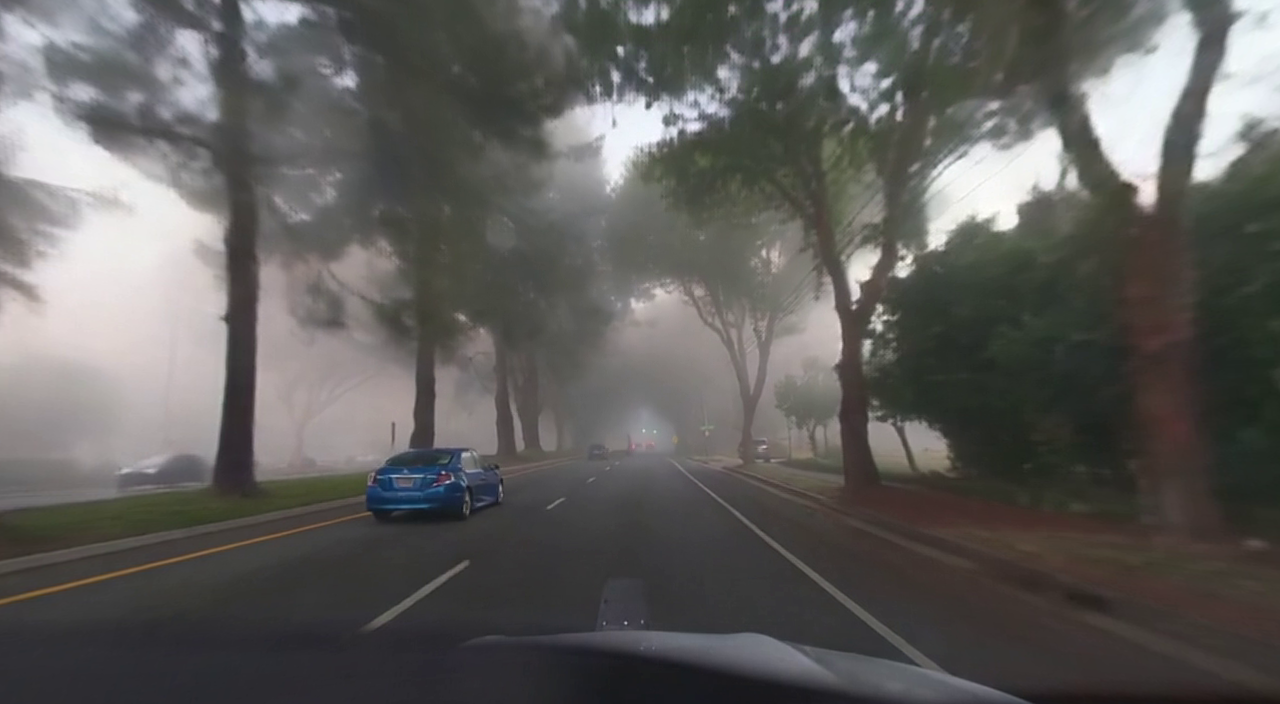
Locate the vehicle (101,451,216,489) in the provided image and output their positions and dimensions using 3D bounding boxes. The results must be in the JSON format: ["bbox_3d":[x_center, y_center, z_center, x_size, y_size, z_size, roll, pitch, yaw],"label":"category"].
[{"bbox_3d":[-22.366,5.465,29.493,2.054,1.551,4.166,0,-8,0],"label":"vehicle"}]

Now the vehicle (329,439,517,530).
[{"bbox_3d":[-3.964,2.492,12.509,2.033,1.454,4.512,0,-8,1],"label":"vehicle"}]

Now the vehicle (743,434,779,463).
[{"bbox_3d":[7.429,5.966,38.923,1.594,1.688,2.861,-1,-9,0],"label":"vehicle"}]
